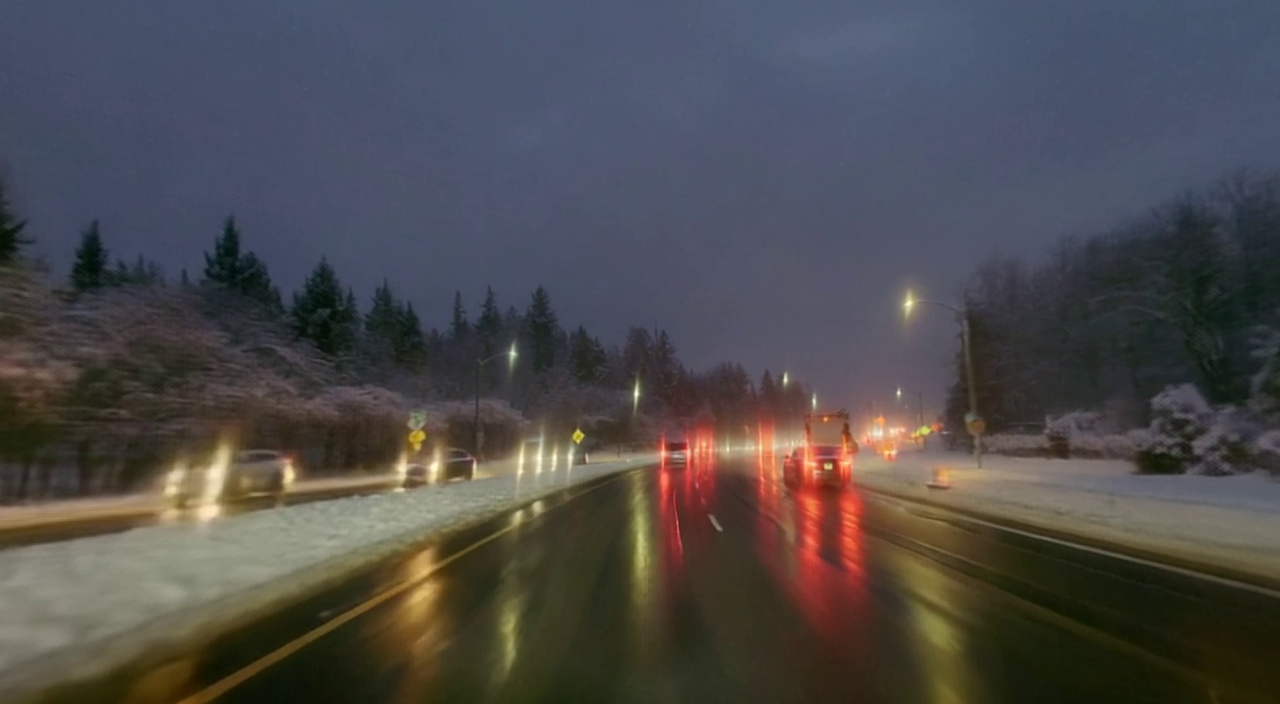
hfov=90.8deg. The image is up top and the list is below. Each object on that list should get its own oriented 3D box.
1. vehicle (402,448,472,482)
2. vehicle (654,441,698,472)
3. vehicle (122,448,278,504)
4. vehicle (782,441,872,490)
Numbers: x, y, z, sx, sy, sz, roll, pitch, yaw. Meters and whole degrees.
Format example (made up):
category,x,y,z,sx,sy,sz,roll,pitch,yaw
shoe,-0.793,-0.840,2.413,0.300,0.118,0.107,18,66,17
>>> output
category,x,y,z,sx,sy,sz,roll,pitch,yaw
vehicle,-10.571,5.925,33.310,2.051,1.569,4.425,-2,-9,3
vehicle,2.177,6.152,37.362,2.201,1.676,4.541,-1,-9,8
vehicle,-15.269,4.284,22.332,1.930,1.721,4.599,-1,-9,4
vehicle,6.222,3.812,21.532,2.044,1.474,4.083,-1,-9,4
